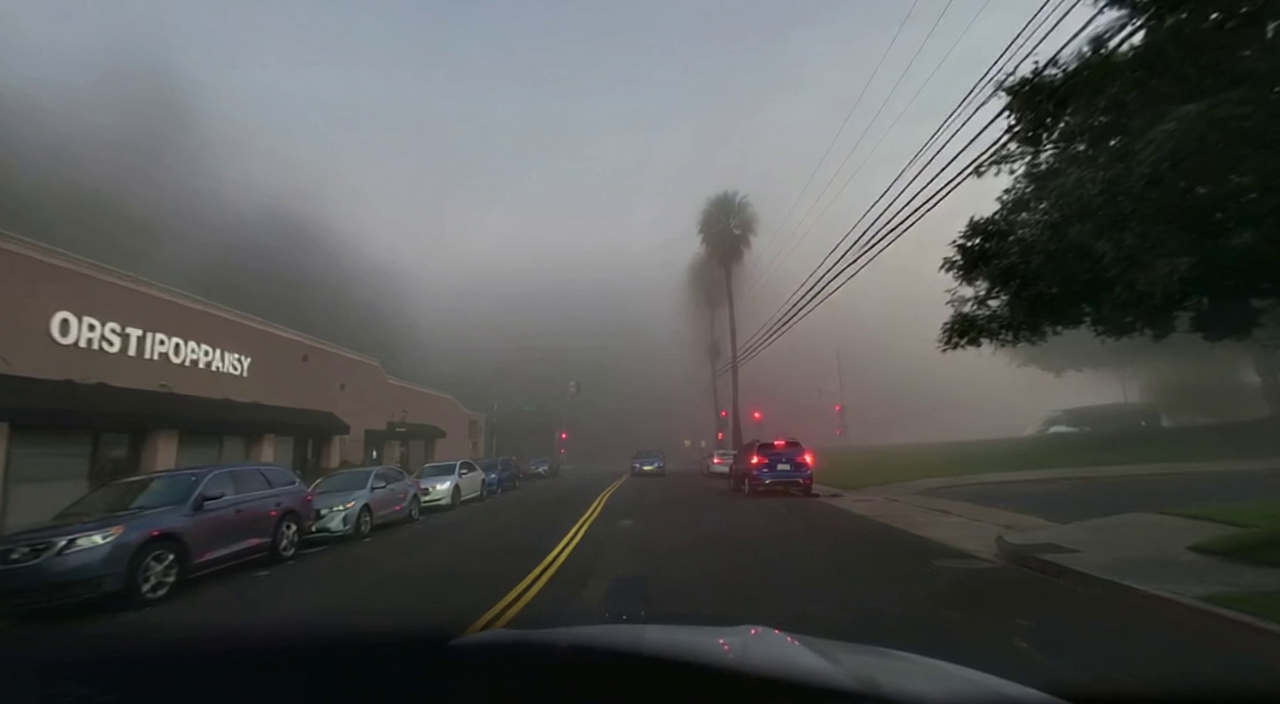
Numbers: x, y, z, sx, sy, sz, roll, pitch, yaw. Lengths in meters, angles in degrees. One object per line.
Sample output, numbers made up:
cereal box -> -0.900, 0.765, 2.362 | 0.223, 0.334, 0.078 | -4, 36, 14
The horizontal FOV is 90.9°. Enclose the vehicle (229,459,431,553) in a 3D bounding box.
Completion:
vehicle -> -6.079, 3.031, 13.067 | 1.810, 1.489, 4.336 | -1, -8, 3

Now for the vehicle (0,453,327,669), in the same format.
vehicle -> -6.074, 2.273, 7.649 | 2.186, 1.621, 4.795 | -10, -8, -4

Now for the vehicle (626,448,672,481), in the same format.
vehicle -> 0.393, 5.275, 29.913 | 2.060, 1.452, 4.078 | 0, -8, 0

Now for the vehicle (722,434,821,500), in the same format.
vehicle -> 3.946, 3.546, 19.903 | 2.099, 1.786, 5.198 | 0, -8, 1

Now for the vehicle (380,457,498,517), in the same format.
vehicle -> -5.844, 3.952, 19.006 | 1.874, 1.472, 4.668 | -1, -8, 2
